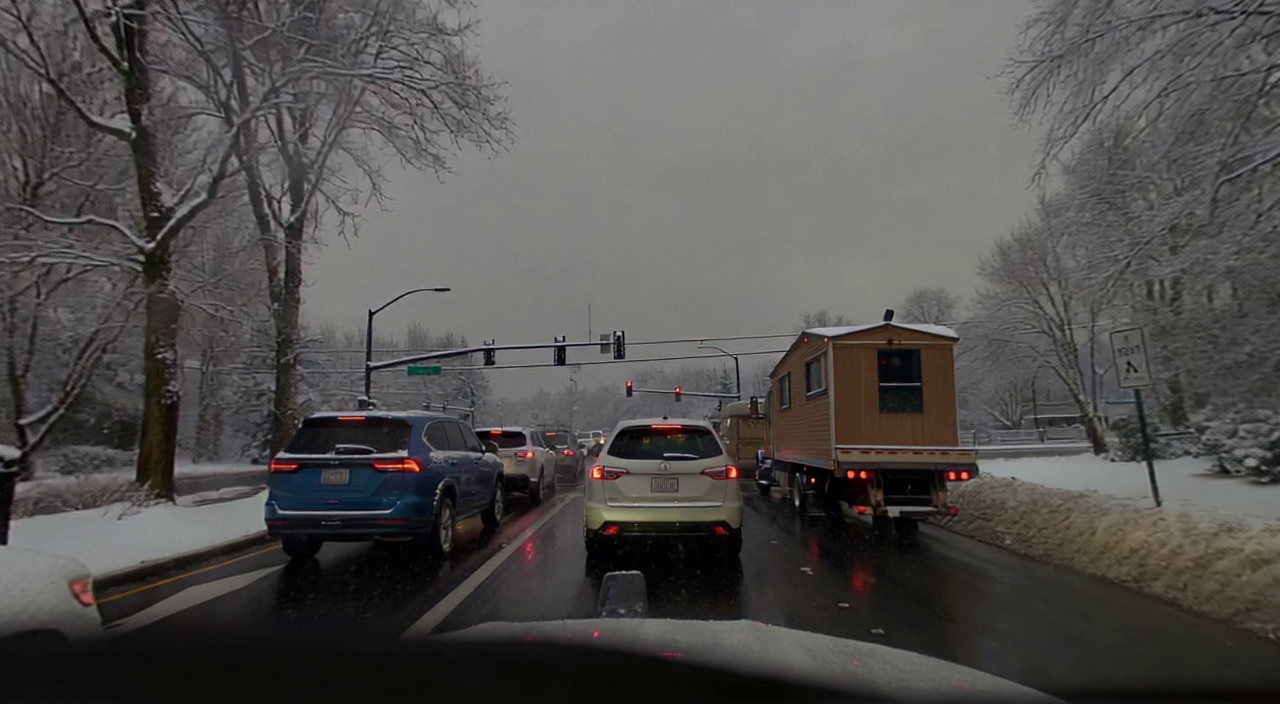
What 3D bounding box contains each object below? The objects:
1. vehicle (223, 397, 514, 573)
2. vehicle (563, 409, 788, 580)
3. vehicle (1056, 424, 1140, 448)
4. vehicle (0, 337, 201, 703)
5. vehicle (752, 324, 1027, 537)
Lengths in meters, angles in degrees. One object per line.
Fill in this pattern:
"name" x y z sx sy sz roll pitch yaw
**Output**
"vehicle" -3.267 1.715 8.836 2.085 1.812 4.388 0 -9 0
"vehicle" 0.355 1.706 8.316 2.189 1.649 4.171 0 -9 0
"vehicle" 33.157 6.141 45.888 4.671 1.595 1.824 -6 -10 31
"vehicle" -3.427 0.665 1.412 1.952 1.730 4.116 0 -9 -1
"vehicle" 3.690 1.404 11.007 2.531 2.750 5.595 0 -9 1
